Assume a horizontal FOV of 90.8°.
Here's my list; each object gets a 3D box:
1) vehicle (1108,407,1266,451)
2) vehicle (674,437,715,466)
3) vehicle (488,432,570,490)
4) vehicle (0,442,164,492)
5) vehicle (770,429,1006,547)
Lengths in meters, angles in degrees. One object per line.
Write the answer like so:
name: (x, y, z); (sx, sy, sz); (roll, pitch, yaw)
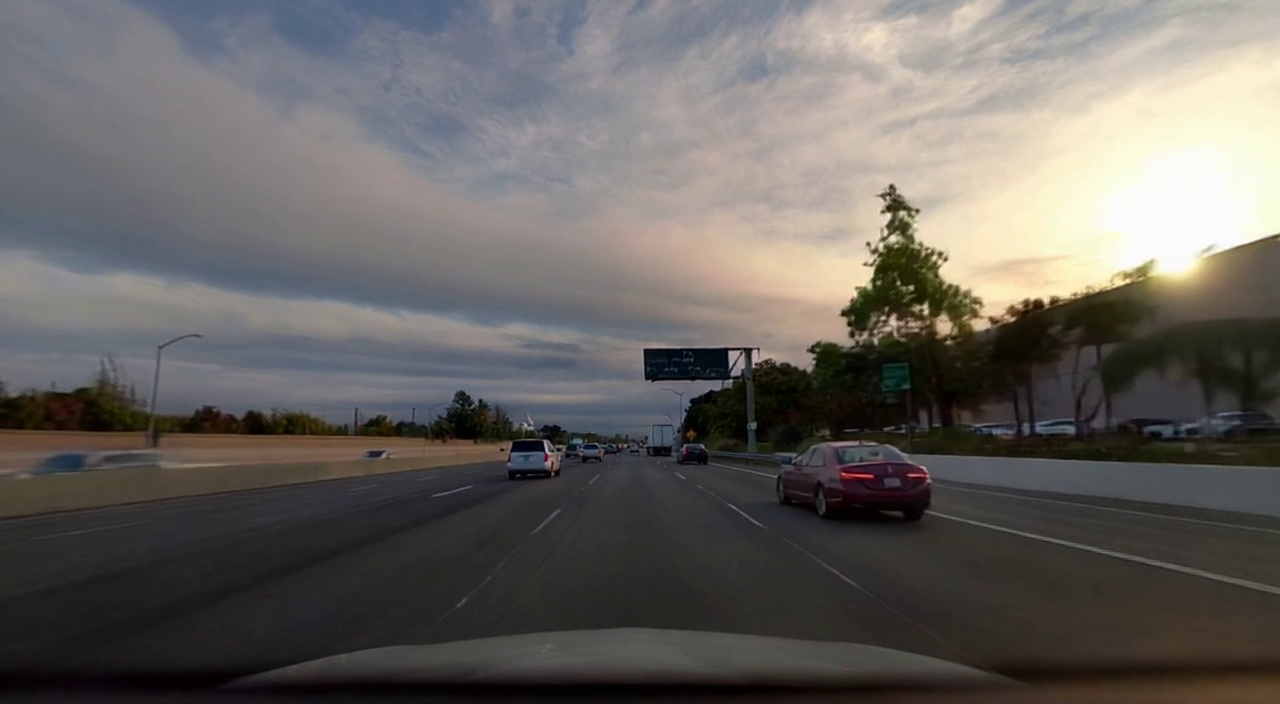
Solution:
vehicle: (27.496, 4.034, 32.202); (2.176, 1.975, 6.444); (-1, -9, -1)
vehicle: (3.597, 6.719, 42.787); (2.198, 1.807, 4.530); (0, -8, -2)
vehicle: (-3.716, 3.730, 21.989); (1.987, 1.765, 4.508); (0, -8, 0)
vehicle: (-21.213, 4.341, 24.293); (2.202, 1.693, 4.662); (0, -8, -1)
vehicle: (3.706, 2.108, 10.574); (1.957, 1.510, 4.643); (0, -8, -2)
